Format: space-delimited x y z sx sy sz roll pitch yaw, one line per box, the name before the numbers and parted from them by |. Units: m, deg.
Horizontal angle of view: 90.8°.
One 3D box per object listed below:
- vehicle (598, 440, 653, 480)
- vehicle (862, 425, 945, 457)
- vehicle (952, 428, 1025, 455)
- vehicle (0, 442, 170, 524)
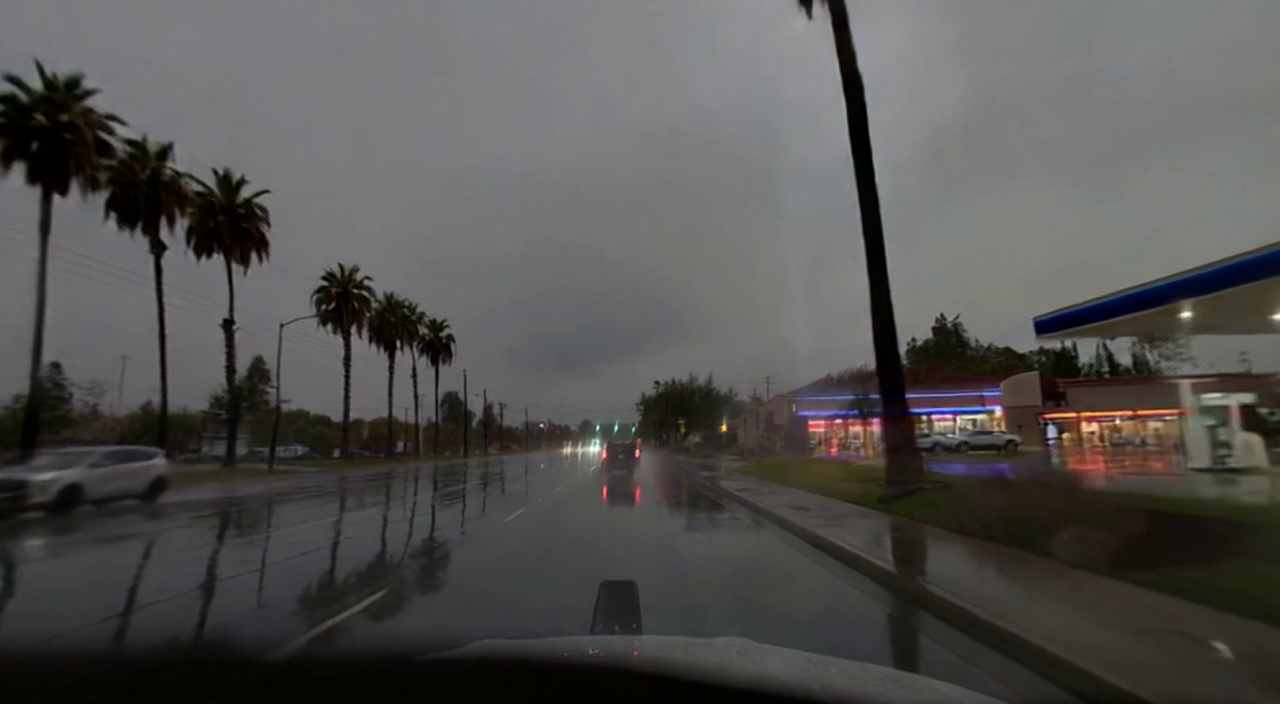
vehicle | -0.574 4.374 25.891 2.076 1.486 4.119 0 -8 -1
vehicle | 18.470 6.267 44.447 4.747 2.178 2.336 0 -9 -3
vehicle | 24.606 6.310 44.627 4.025 1.827 1.852 0 -9 -3
vehicle | -14.416 3.115 15.694 2.026 1.722 4.463 0 -9 -1
